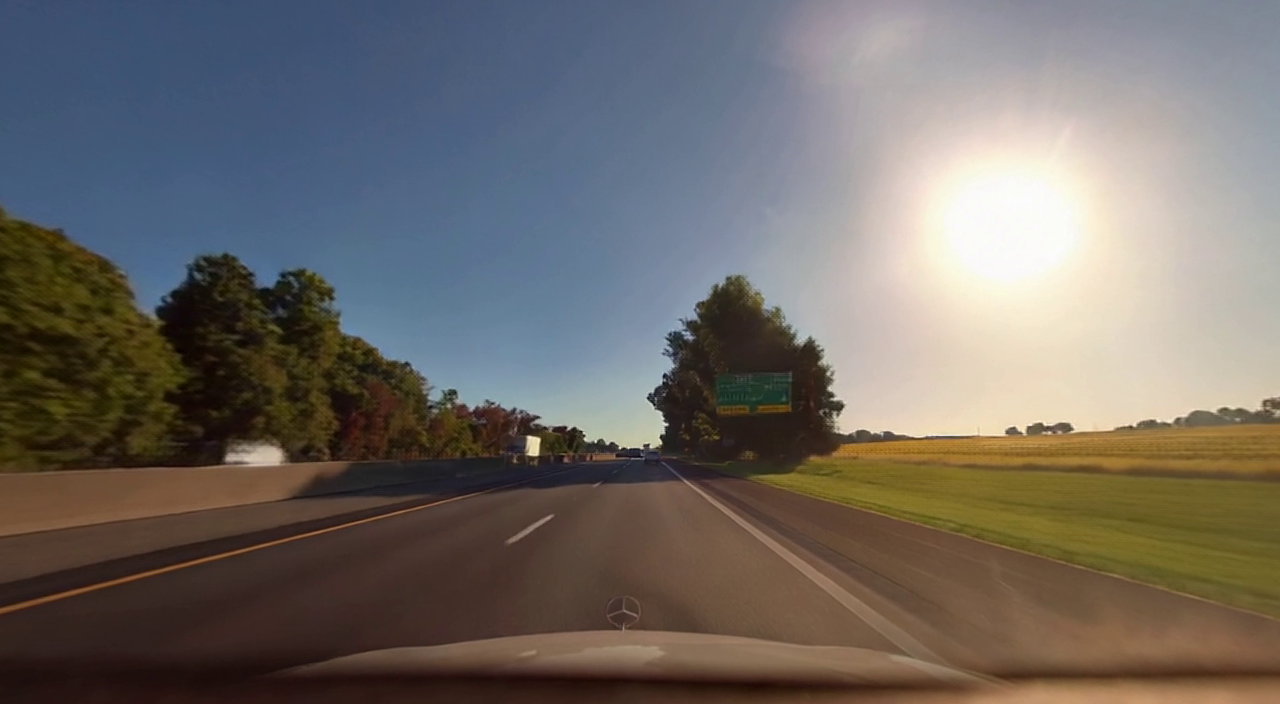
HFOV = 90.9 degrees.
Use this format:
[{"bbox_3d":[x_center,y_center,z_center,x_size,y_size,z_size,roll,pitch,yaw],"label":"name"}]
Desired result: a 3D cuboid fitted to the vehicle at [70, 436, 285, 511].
[{"bbox_3d":[-12.564,3.313,17.729,2.059,1.763,5.143,0,-9,1],"label":"vehicle"}]
